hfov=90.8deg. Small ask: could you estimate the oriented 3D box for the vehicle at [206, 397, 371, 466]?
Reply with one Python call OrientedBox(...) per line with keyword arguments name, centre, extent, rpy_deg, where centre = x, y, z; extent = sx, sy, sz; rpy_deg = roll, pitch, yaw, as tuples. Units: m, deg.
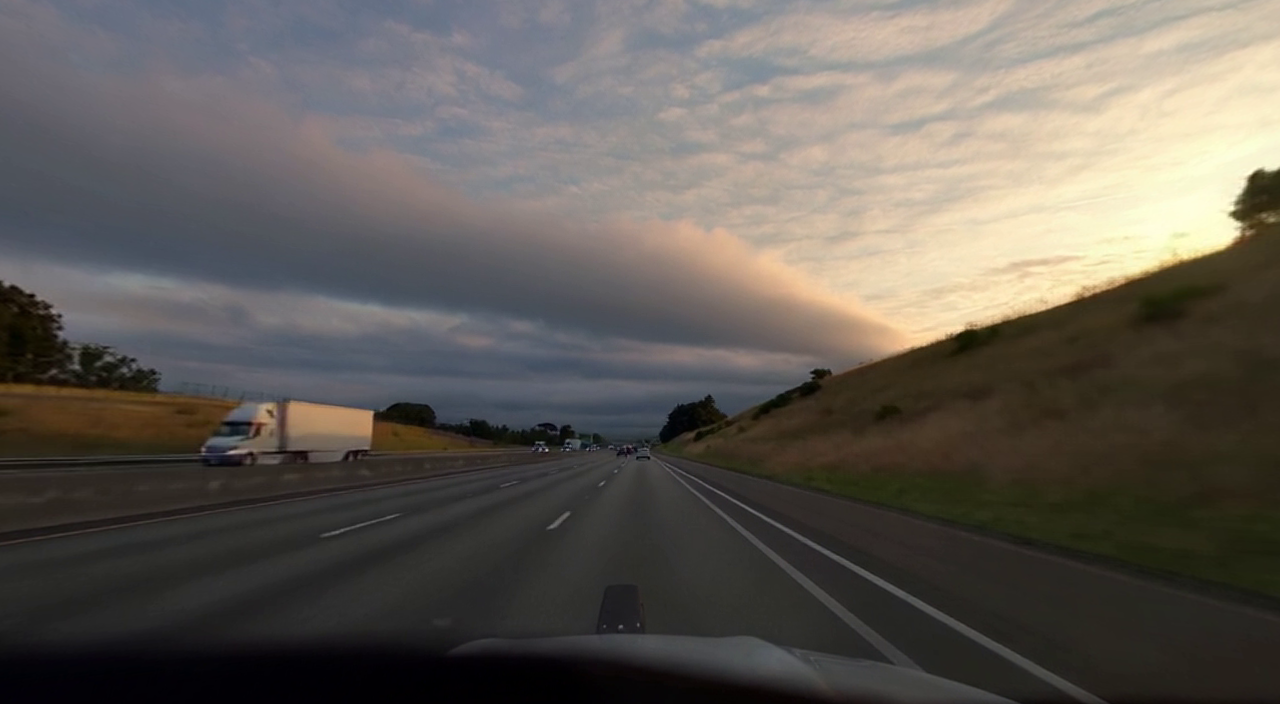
OrientedBox(name="vehicle", centre=(-23.167, 5.672, 43.359), extent=(2.904, 3.928, 14.552), rpy_deg=(0, -9, 0))
